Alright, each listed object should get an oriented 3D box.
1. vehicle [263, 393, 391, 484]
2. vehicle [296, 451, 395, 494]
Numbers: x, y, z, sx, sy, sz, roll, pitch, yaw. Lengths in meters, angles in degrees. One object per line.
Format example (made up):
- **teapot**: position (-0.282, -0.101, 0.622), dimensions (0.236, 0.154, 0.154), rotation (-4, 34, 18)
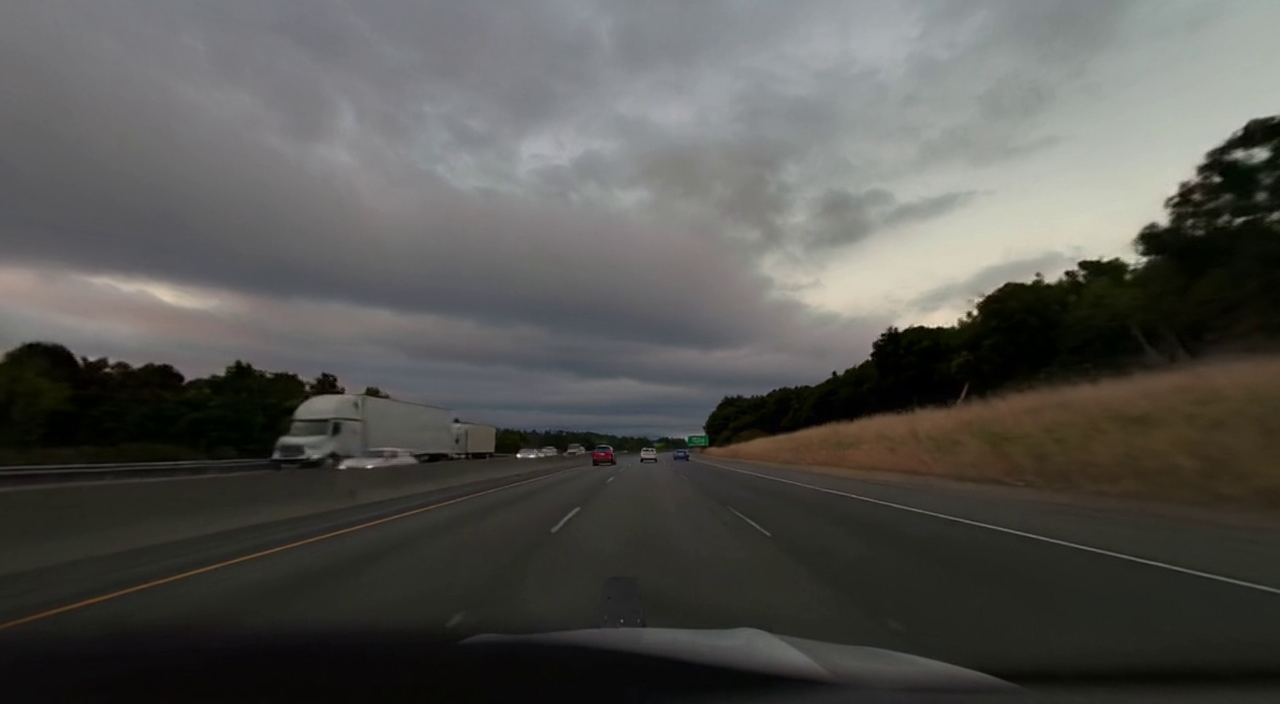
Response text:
- **vehicle**: position (-15.149, 4.317, 31.153), dimensions (3.014, 4.037, 5.894), rotation (0, -9, 1)
- **vehicle**: position (-10.665, 4.371, 23.131), dimensions (1.781, 1.437, 3.666), rotation (0, -9, 1)
